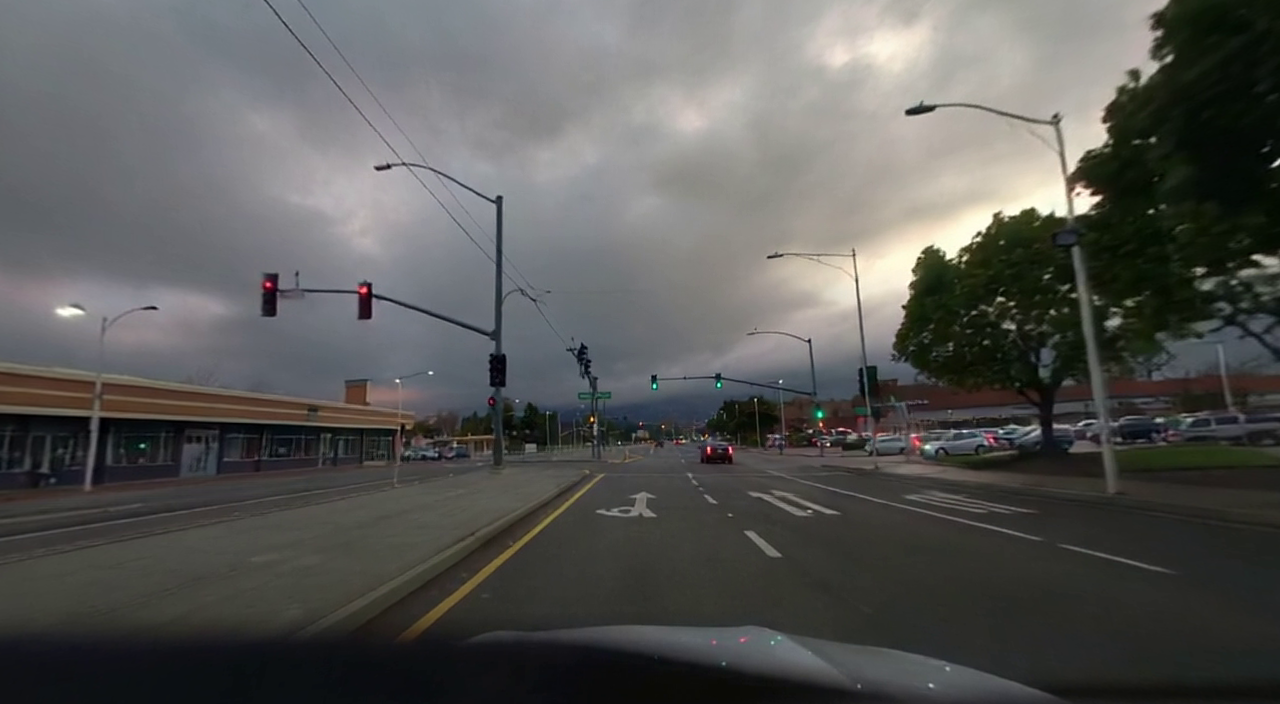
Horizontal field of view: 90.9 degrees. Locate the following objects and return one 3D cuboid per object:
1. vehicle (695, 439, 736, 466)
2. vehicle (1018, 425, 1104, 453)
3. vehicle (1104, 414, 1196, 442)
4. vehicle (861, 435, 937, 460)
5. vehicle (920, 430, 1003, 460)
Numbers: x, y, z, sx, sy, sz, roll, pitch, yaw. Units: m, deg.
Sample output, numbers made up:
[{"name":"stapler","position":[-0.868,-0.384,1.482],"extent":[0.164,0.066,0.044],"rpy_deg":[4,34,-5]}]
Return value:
[{"name":"vehicle","position":[4.575,6.141,38.652],"extent":[2.038,1.528,4.259],"rpy_deg":[0,-8,1]},{"name":"vehicle","position":[27.608,5.704,41.378],"extent":[4.280,1.734,1.964],"rpy_deg":[0,-8,-6]},{"name":"vehicle","position":[36.405,5.420,45.054],"extent":[4.687,1.902,2.162],"rpy_deg":[0,-8,-1]},{"name":"vehicle","position":[18.311,6.759,44.748],"extent":[4.491,1.702,2.094],"rpy_deg":[-1,-8,4]},{"name":"vehicle","position":[21.022,6.089,41.319],"extent":[4.341,1.845,1.984],"rpy_deg":[0,-8,0]}]
